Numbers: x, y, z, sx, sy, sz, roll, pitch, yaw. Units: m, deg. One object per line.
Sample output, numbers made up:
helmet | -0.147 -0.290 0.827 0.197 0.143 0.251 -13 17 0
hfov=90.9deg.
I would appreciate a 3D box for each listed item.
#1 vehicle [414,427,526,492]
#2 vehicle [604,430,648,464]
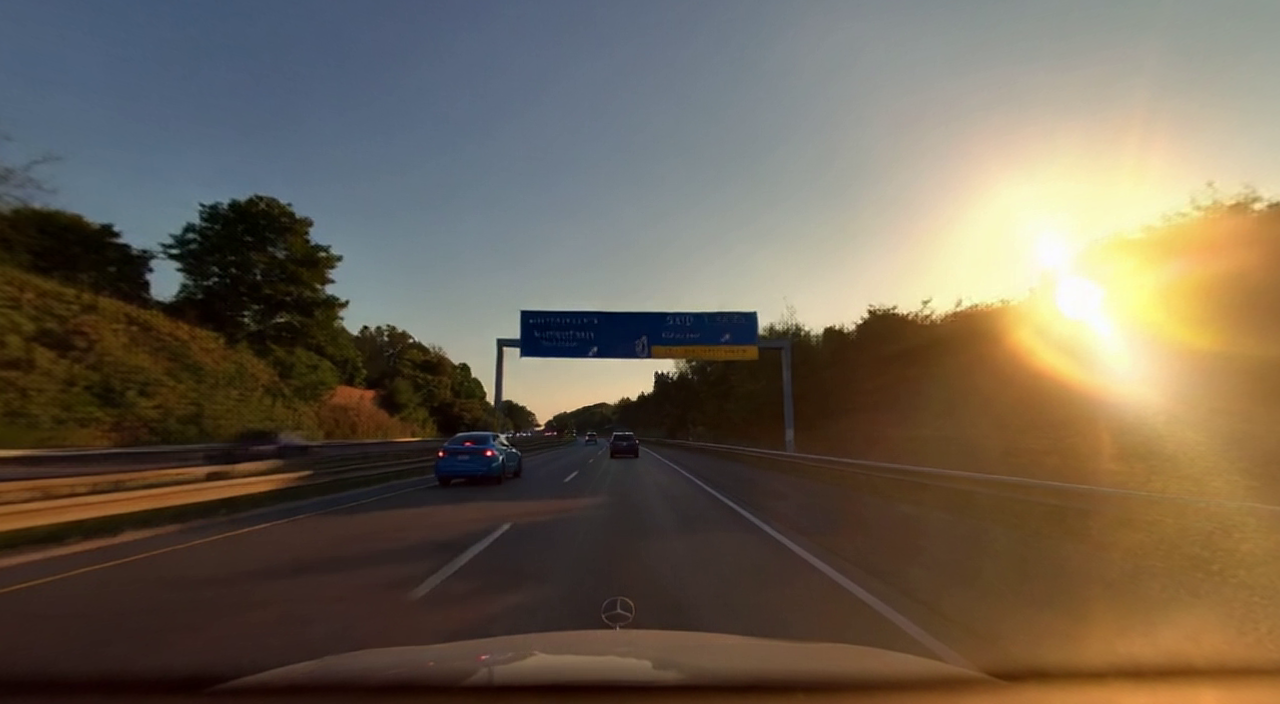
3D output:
vehicle | -4.458 2.864 17.237 1.975 1.518 4.242 0 -8 -1
vehicle | -0.752 4.956 33.108 2.162 1.616 4.242 0 -8 -1
